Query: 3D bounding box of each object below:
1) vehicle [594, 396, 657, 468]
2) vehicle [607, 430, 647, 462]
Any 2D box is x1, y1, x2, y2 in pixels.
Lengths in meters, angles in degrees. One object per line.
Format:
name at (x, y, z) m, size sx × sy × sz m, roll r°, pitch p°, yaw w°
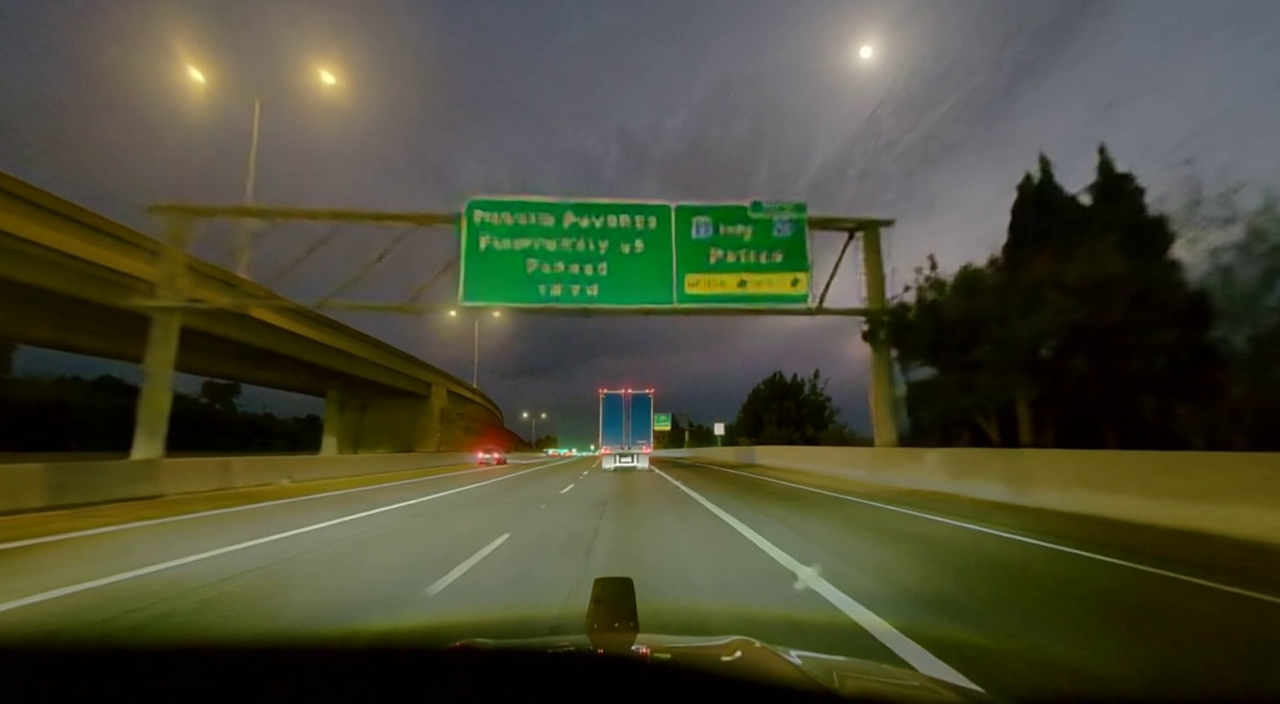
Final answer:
vehicle at (-0.897, 4.976, 37.904) m, size 3.233 × 3.678 × 11.032 m, roll 0°, pitch -9°, yaw -2°
vehicle at (-0.763, 5.177, 34.844) m, size 2.052 × 1.666 × 4.358 m, roll 0°, pitch -8°, yaw -2°
